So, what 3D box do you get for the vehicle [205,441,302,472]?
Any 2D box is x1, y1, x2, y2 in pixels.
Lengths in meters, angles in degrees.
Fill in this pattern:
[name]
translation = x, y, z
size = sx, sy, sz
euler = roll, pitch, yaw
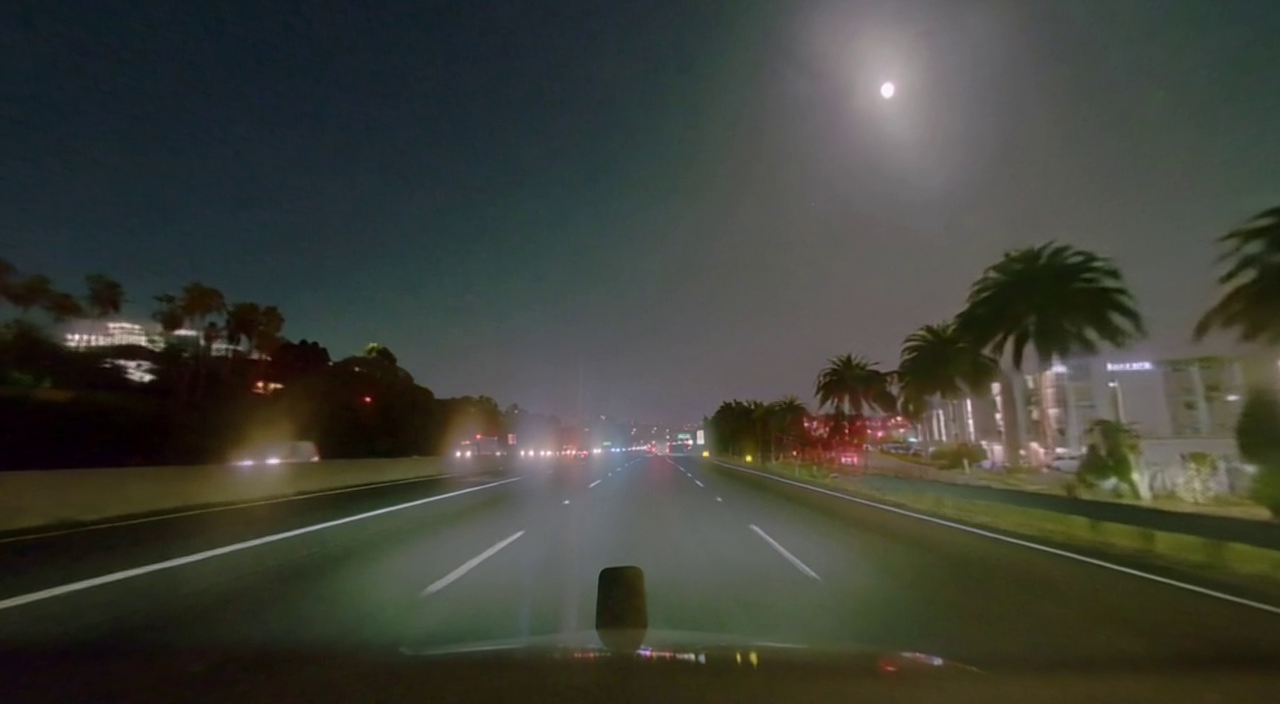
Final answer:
[vehicle]
translation = -26.651, 7.228, 43.683
size = 2.367, 1.964, 6.623
euler = 0, -9, 2
